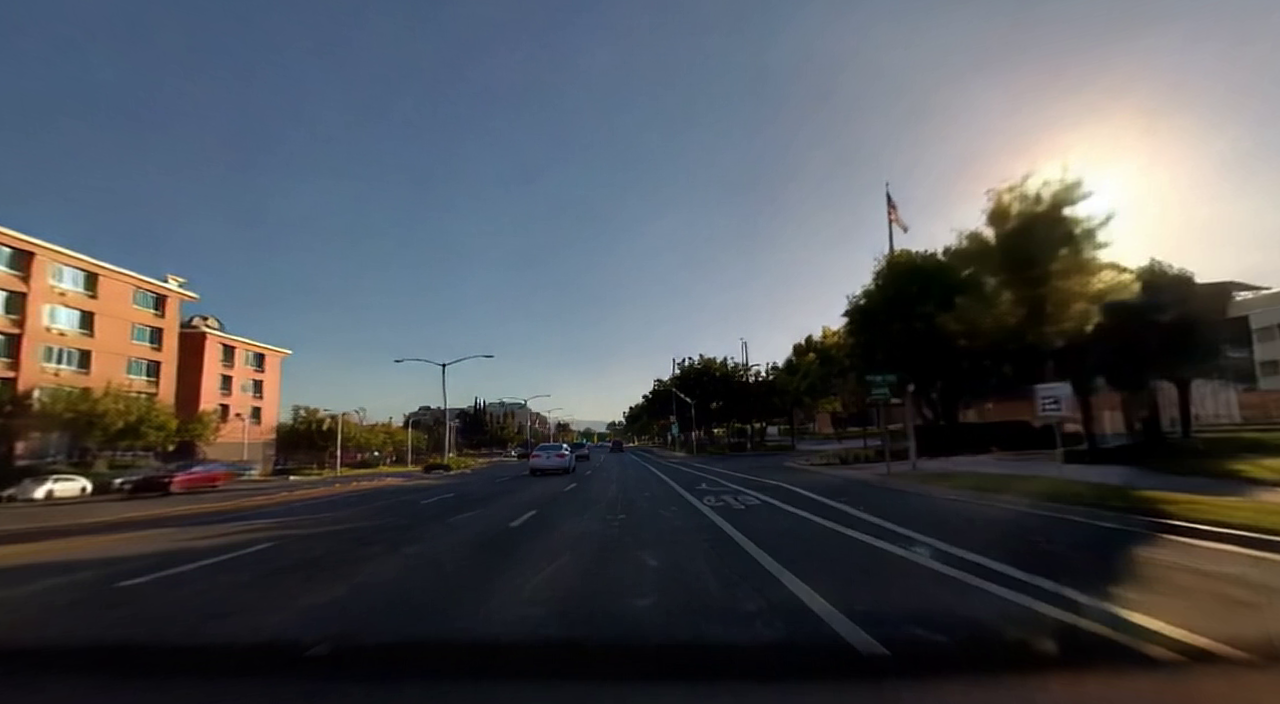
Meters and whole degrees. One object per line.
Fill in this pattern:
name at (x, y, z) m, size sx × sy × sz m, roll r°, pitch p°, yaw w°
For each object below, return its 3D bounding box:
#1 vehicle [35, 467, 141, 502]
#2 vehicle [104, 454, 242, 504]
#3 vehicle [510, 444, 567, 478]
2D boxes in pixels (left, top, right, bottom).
vehicle at (-30.593, 7.329, 35.213) m, size 2.051 × 1.598 × 4.439 m, roll 0°, pitch -8°, yaw -4°
vehicle at (-18.184, 4.930, 24.920) m, size 1.951 × 1.679 × 4.463 m, roll 0°, pitch -8°, yaw 1°
vehicle at (-4.673, 5.062, 29.751) m, size 2.025 × 1.474 × 4.292 m, roll 0°, pitch -8°, yaw -1°
